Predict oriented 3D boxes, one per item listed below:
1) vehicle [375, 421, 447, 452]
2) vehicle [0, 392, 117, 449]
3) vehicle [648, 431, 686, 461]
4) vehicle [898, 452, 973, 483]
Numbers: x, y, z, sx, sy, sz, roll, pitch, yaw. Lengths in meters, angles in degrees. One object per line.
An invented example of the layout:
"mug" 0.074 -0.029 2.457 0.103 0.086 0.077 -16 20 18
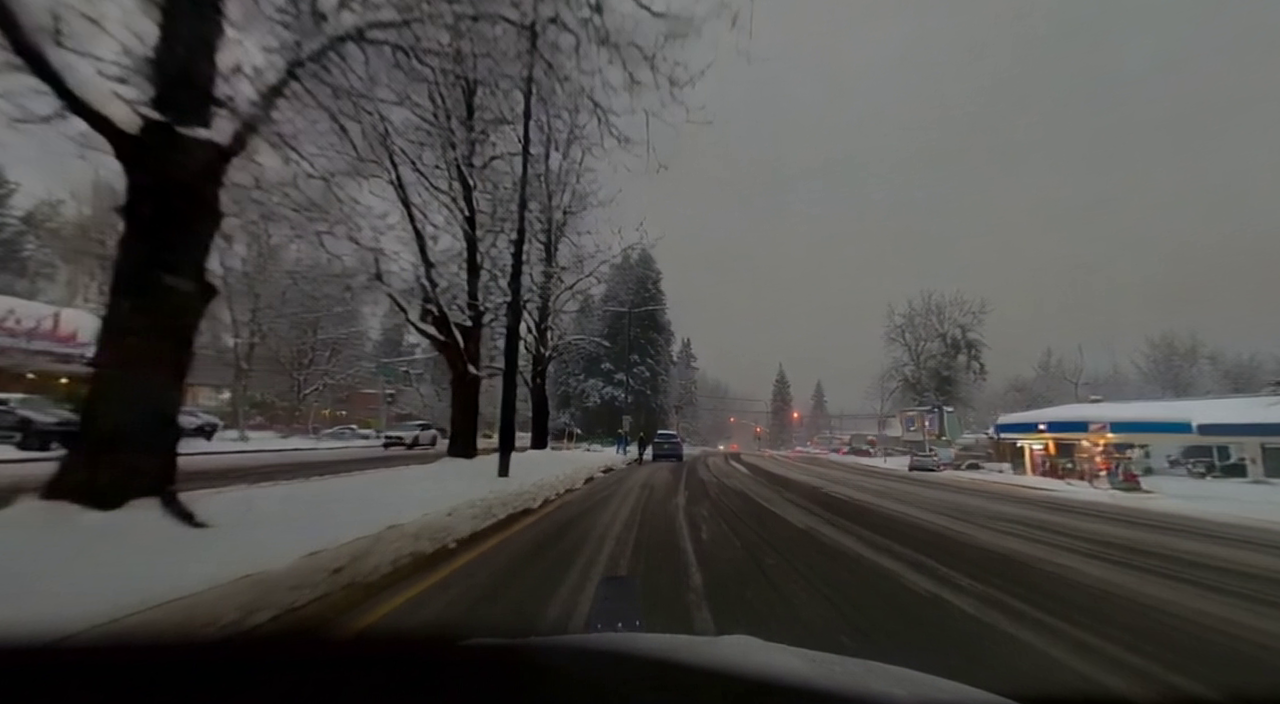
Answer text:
"vehicle" -11.611 4.378 32.408 2.027 1.486 4.105 0 -8 2
"vehicle" -22.763 2.511 22.917 5.480 1.887 2.376 0 -9 4
"vehicle" 1.633 5.557 37.246 2.055 1.655 4.204 0 -8 4
"vehicle" 15.572 6.066 33.606 2.099 1.464 4.615 -1 -8 5
